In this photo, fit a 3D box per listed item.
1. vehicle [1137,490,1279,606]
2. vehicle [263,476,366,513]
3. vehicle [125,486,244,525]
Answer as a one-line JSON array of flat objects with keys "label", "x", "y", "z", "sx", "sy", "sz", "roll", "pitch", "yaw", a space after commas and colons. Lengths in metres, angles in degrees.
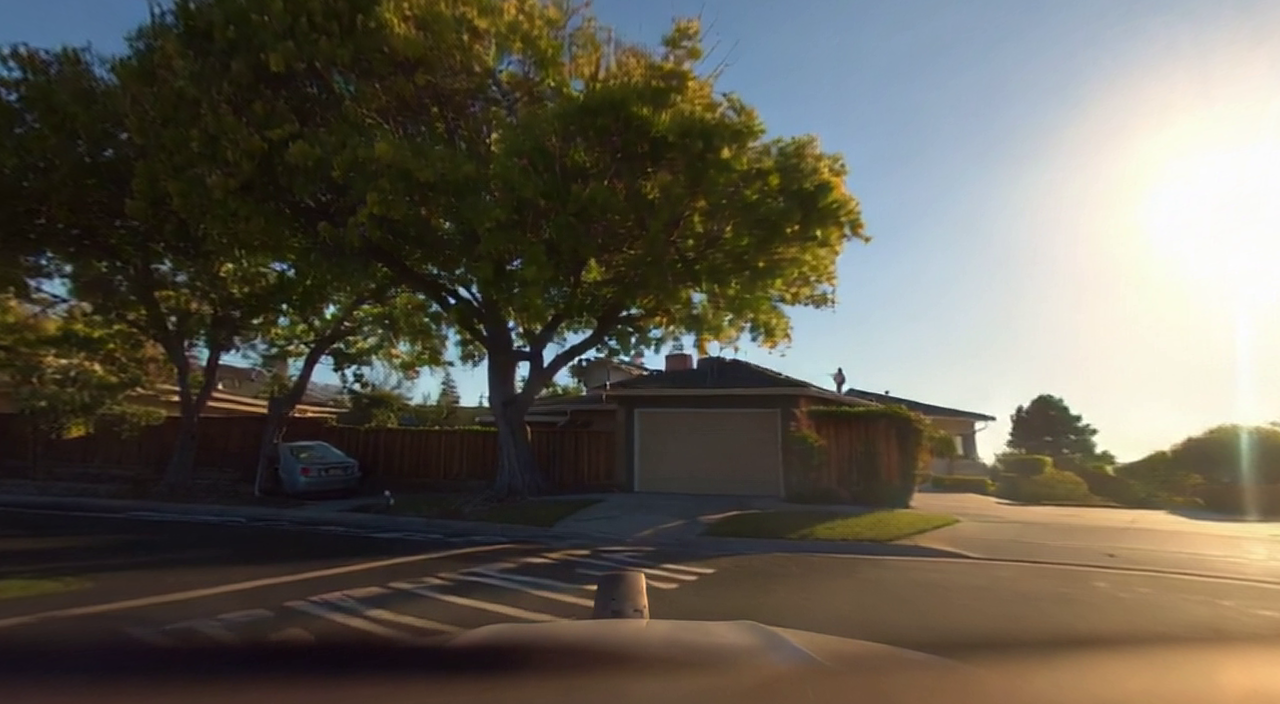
[{"label": "vehicle", "x": 11.303, "y": 3.518, "z": 11.874, "sx": 1.860, "sy": 1.477, "sz": 4.629, "roll": -5, "pitch": -9, "yaw": 24}, {"label": "vehicle", "x": -17.181, "y": 7.597, "z": 33.522, "sx": 2.019, "sy": 1.697, "sz": 4.310, "roll": -2, "pitch": -14, "yaw": 25}, {"label": "vehicle", "x": -21.420, "y": 7.168, "z": 29.725, "sx": 4.315, "sy": 1.435, "sz": 1.804, "roll": 7, "pitch": -10, "yaw": -38}]
